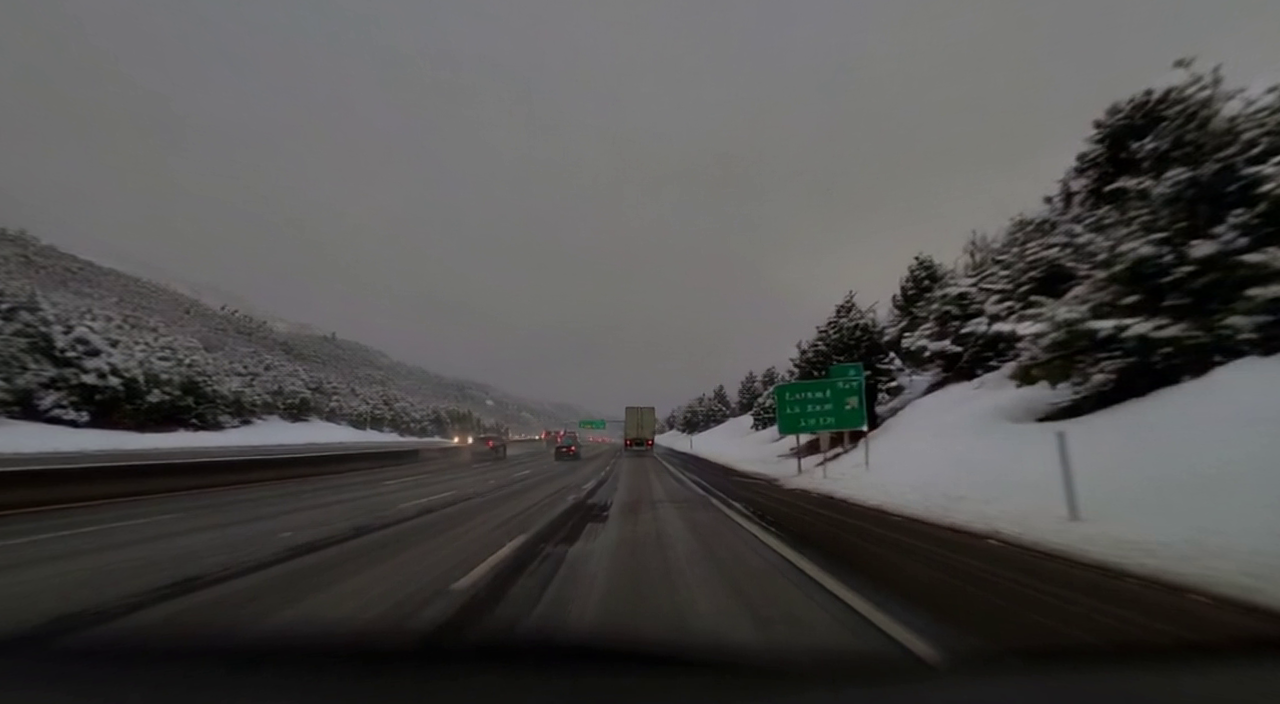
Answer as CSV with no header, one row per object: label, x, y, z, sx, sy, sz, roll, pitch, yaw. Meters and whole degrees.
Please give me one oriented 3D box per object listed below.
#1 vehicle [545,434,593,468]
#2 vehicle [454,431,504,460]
vehicle,-3.786,5.404,34.497,2.053,1.746,4.508,0,-9,1
vehicle,-10.240,6.011,40.424,1.958,1.758,4.684,0,-9,0
